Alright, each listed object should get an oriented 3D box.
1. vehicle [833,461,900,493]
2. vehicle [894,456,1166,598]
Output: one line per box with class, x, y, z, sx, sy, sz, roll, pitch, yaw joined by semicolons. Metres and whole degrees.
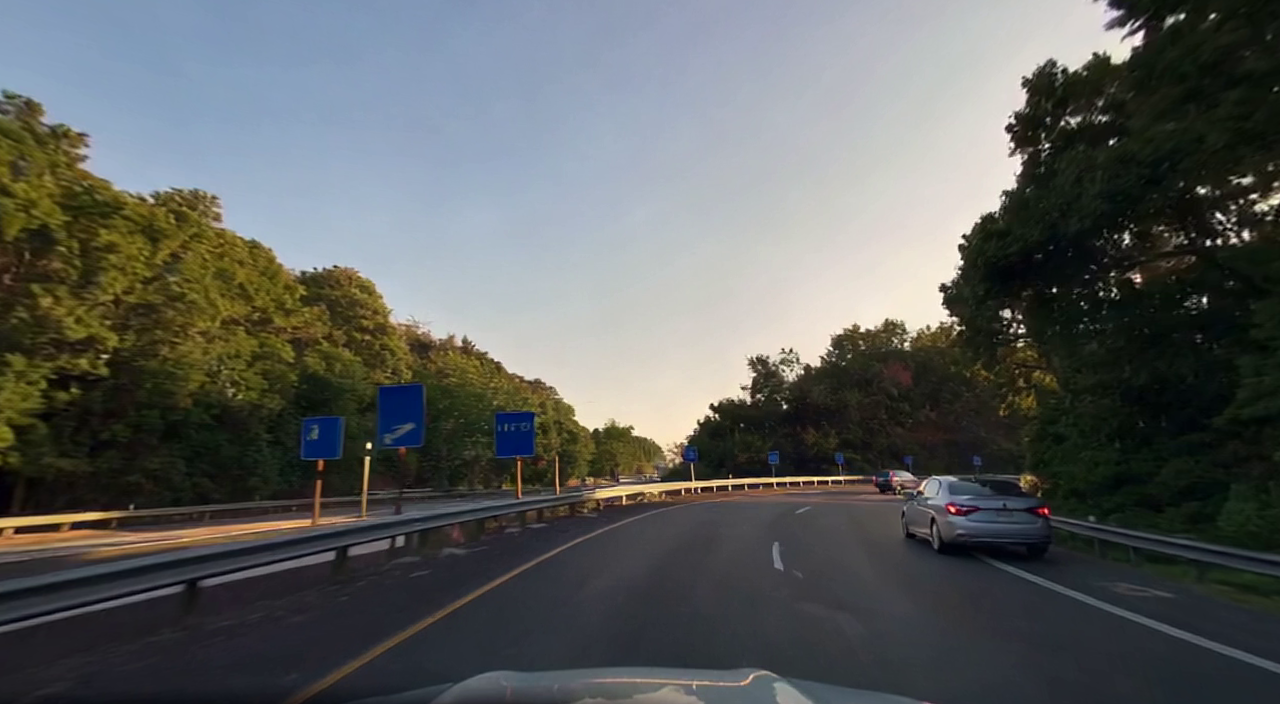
vehicle;11.624;6.372;32.187;1.992;1.503;3.793;-8;-13;38
vehicle;5.446;2.447;9.592;2.023;1.593;4.105;-1;-10;10
